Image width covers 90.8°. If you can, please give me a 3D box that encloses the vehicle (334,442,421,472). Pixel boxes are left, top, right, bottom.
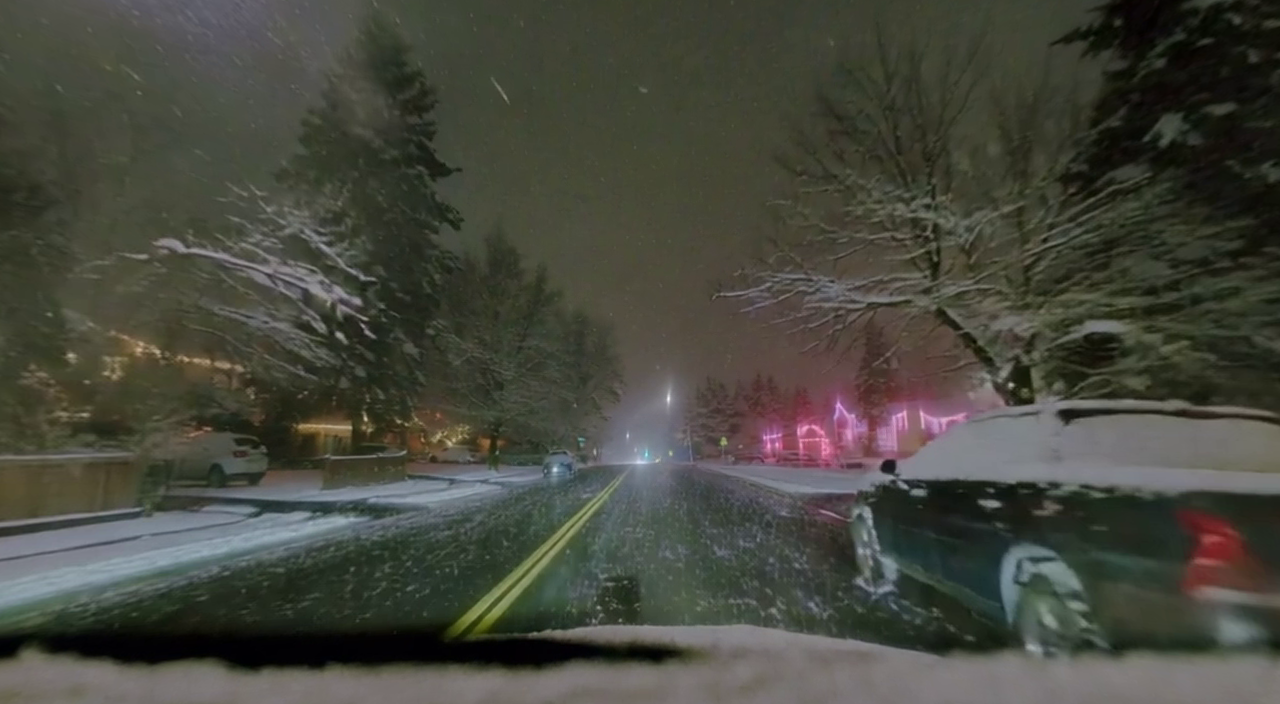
[{"bbox_3d":[-14.181,5.665,34.028,4.668,1.491,1.941,-6,-10,32],"label":"vehicle"}]

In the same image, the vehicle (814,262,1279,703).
[{"bbox_3d":[2.894,0.978,3.920,2.150,1.811,5.461,-1,-8,1],"label":"vehicle"}]

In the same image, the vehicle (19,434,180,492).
[{"bbox_3d":[-16.324,3.305,19.047,4.526,1.539,2.120,-6,-10,29],"label":"vehicle"}]

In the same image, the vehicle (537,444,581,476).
[{"bbox_3d":[-5.099,6.938,40.234,1.924,1.765,4.542,-4,-11,2],"label":"vehicle"}]

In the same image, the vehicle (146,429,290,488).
[{"bbox_3d":[-14.117,3.540,21.114,4.537,1.751,2.051,-6,-10,29],"label":"vehicle"}]
